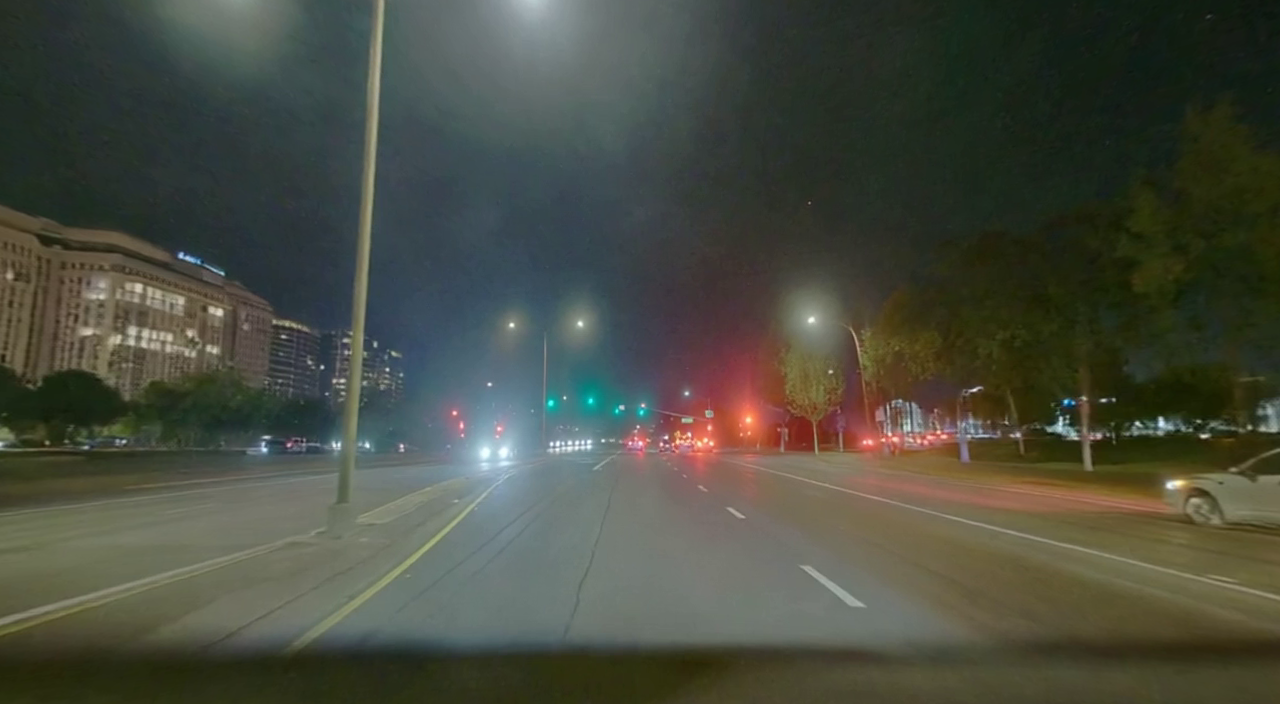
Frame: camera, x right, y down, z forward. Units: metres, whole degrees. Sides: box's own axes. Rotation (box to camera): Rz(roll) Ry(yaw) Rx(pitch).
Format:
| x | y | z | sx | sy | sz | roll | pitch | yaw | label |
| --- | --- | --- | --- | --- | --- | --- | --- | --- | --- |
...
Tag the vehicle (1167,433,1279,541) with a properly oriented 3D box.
| x | y | z | sx | sy | sz | roll | pitch | yaw | label |
| --- | --- | --- | --- | --- | --- | --- | --- | --- | --- |
| 10.244 | 1.853 | 8.471 | 1.980 | 1.543 | 5.090 | 0 | -8 | 0 | vehicle |
